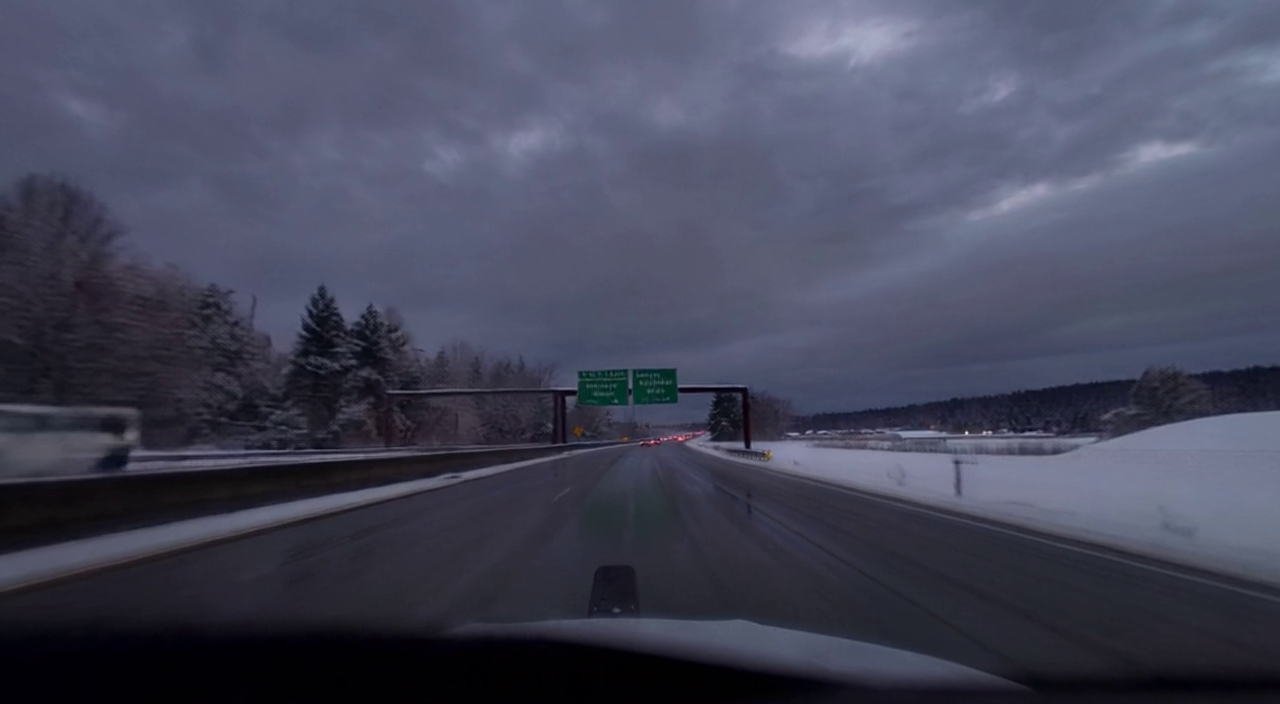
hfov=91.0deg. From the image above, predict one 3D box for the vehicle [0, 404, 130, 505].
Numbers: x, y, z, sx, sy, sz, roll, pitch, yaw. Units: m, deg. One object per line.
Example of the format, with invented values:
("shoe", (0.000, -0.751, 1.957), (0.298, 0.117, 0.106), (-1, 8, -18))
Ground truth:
("vehicle", (-14.242, 2.170, 13.291), (2.360, 2.041, 5.367), (-1, -8, 0))
